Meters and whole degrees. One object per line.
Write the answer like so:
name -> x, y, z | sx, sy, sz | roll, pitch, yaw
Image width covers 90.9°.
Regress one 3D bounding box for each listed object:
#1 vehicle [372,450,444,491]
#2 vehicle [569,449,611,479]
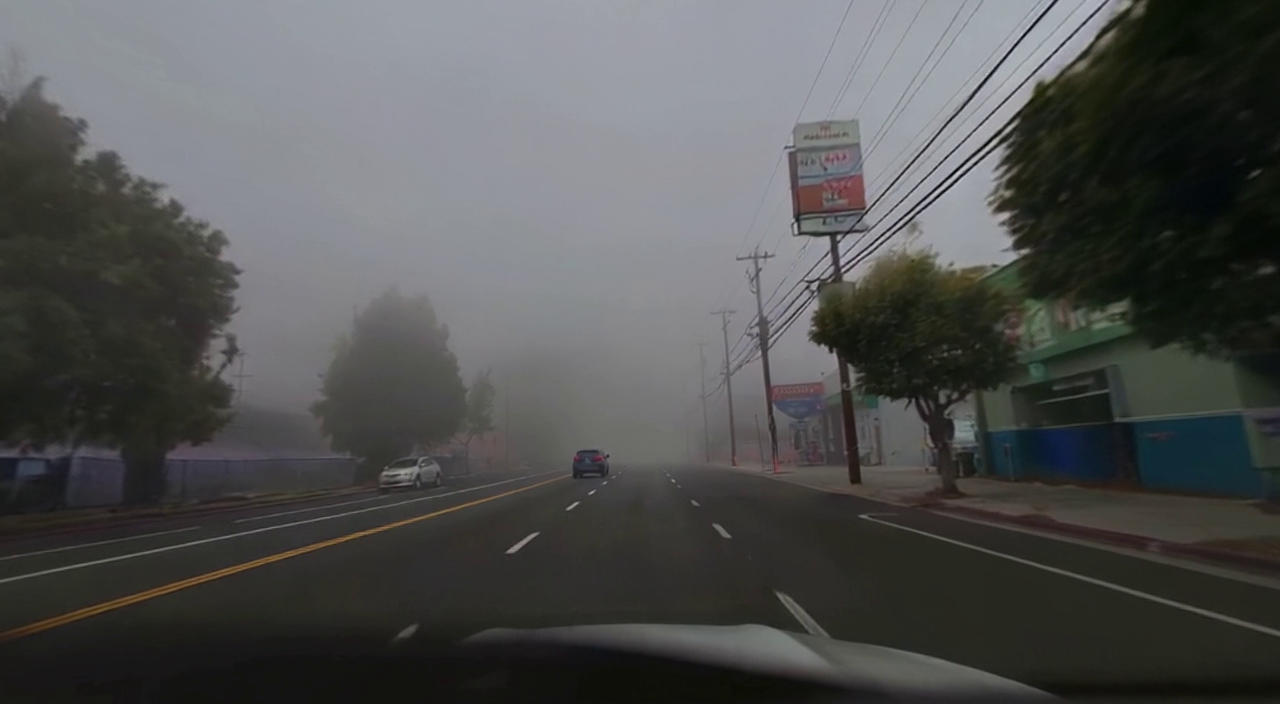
vehicle -> -11.865, 6.036, 32.551 | 2.052, 1.898, 4.253 | 0, -8, 1
vehicle -> -2.941, 6.701, 38.002 | 2.036, 1.589, 4.549 | 0, -8, 1
